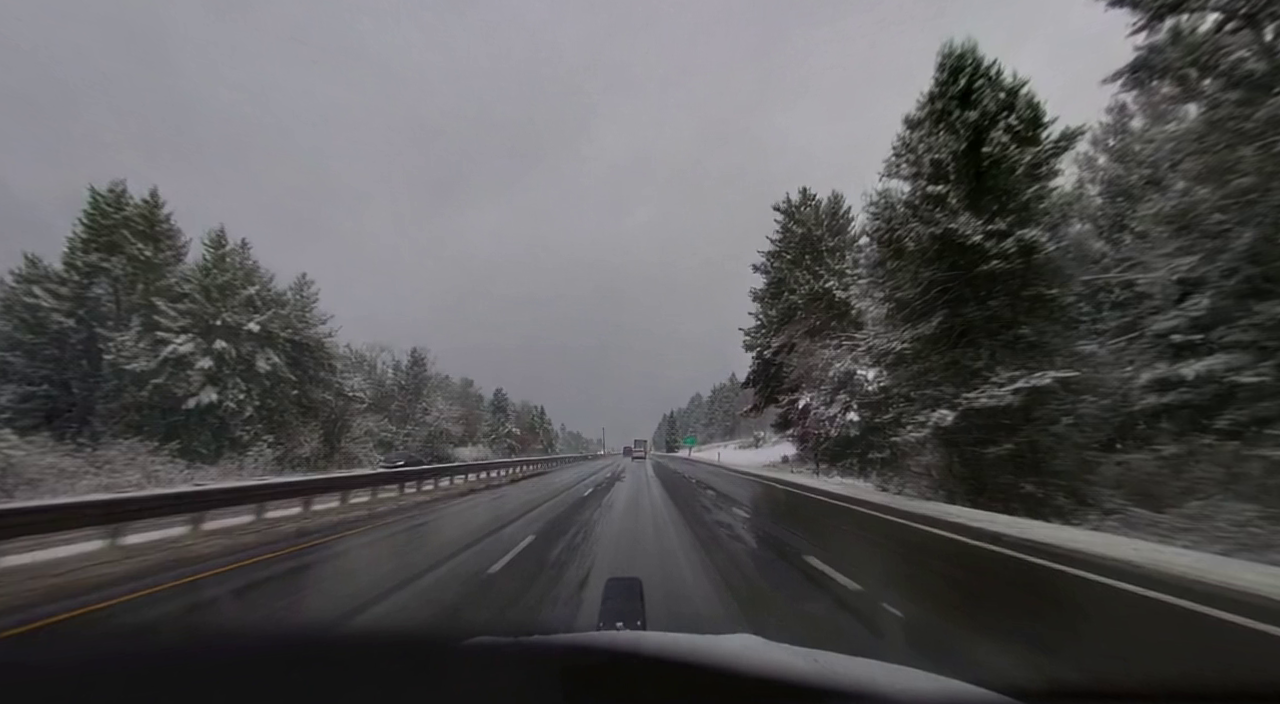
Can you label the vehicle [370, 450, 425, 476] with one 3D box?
[{"bbox_3d":[-16.700,7.633,43.717,2.046,1.696,4.361,0,-9,0],"label":"vehicle"}]
